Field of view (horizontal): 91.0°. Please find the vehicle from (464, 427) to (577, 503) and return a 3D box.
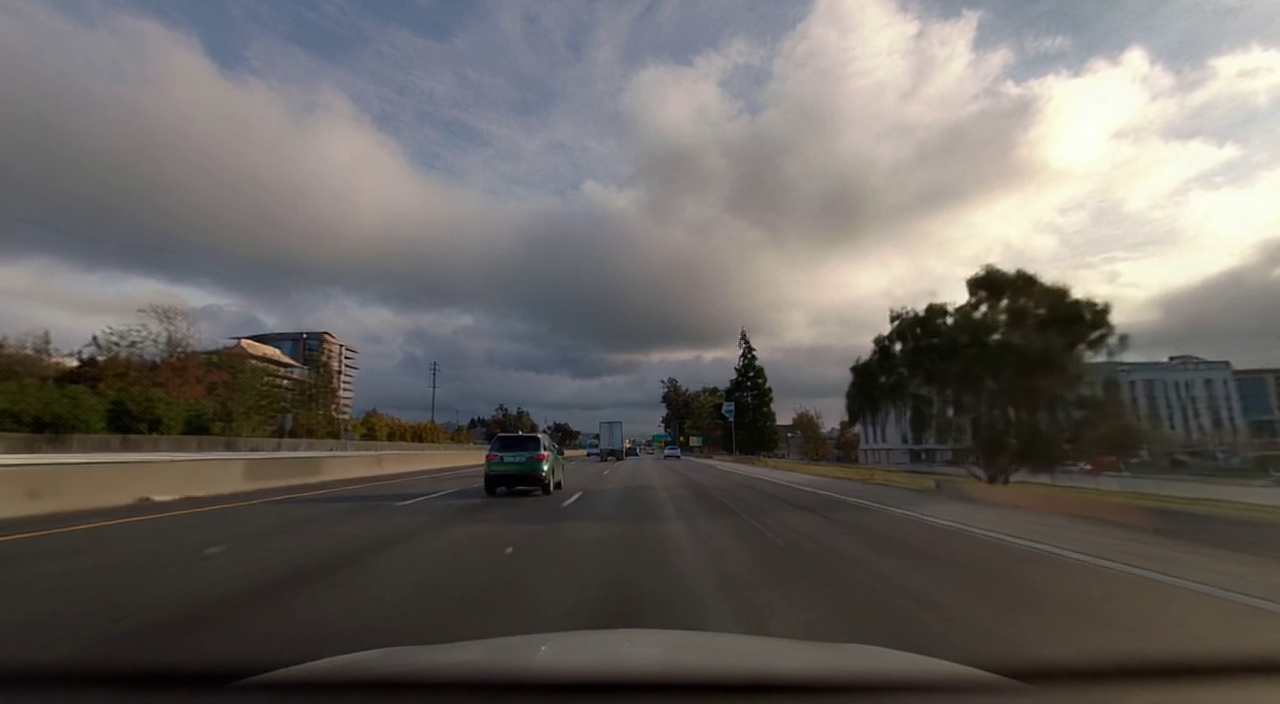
[{"bbox_3d":[-3.033,2.979,17.016,2.111,1.742,4.315,0,-9,1],"label":"vehicle"}]
